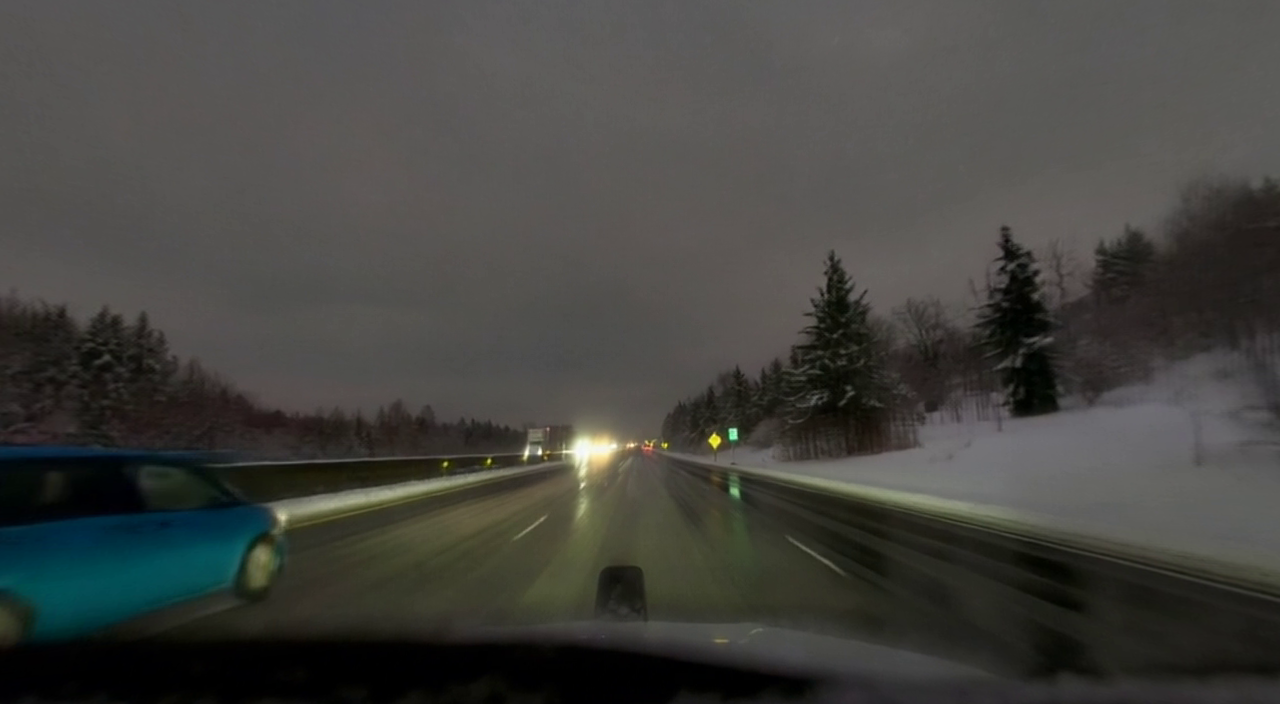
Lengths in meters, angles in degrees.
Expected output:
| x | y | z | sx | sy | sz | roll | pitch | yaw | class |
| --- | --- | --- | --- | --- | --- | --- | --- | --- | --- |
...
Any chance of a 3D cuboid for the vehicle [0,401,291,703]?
| x | y | z | sx | sy | sz | roll | pitch | yaw | class |
| --- | --- | --- | --- | --- | --- | --- | --- | --- | --- |
| -4.285 | 1.063 | 3.352 | 2.160 | 1.552 | 4.592 | 0 | -9 | 1 | vehicle |
